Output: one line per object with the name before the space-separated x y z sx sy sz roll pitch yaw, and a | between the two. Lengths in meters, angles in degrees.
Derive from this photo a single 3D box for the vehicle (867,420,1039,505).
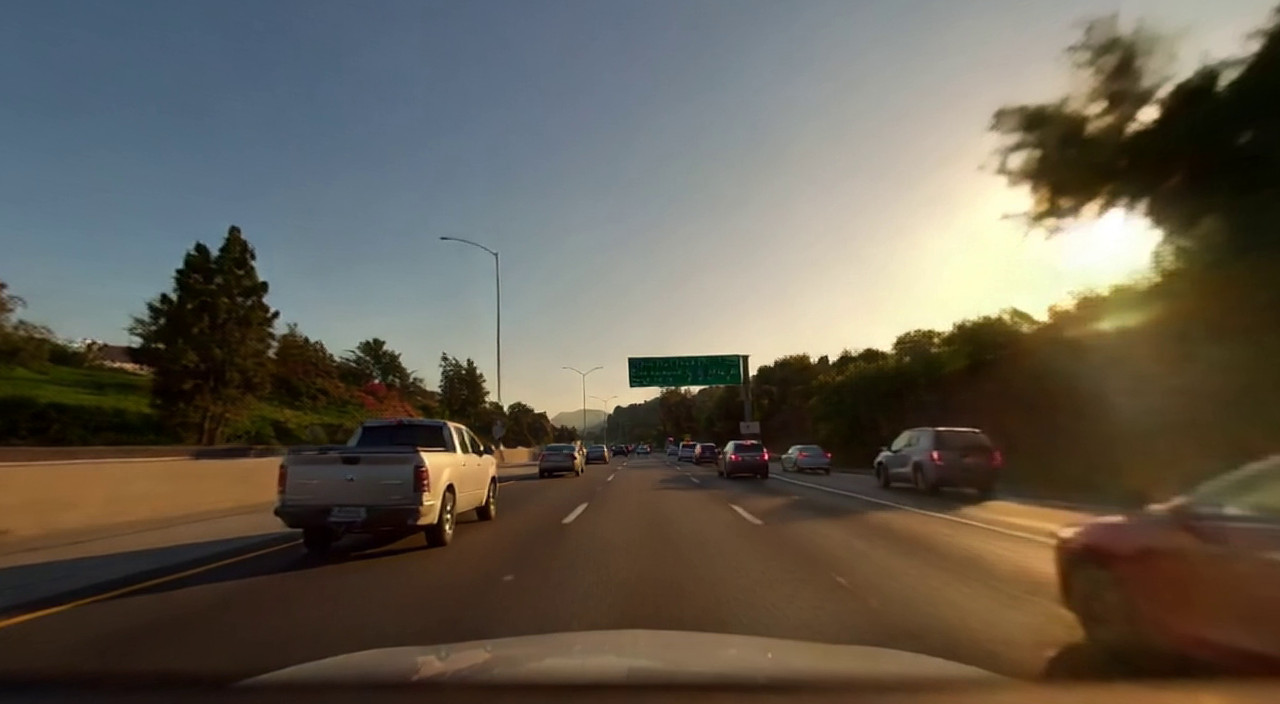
vehicle | 7.855 2.815 16.486 2.067 1.869 4.657 0 -8 0

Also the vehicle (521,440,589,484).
vehicle | -3.308 4.381 25.503 1.974 1.589 5.047 0 -8 1

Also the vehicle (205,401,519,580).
vehicle | -3.222 1.722 8.684 2.139 1.764 4.707 0 -8 0

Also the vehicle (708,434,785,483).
vehicle | 4.100 4.184 25.105 2.144 1.752 4.765 0 -8 -1

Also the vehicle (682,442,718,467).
vehicle | 4.192 7.223 44.738 2.023 1.670 4.869 0 -8 -1

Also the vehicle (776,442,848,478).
vehicle | 7.700 4.873 28.695 1.904 1.473 4.598 0 -8 -1

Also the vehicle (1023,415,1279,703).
vehicle | 3.626 0.870 1.741 2.040 1.461 4.822 0 -8 -1
